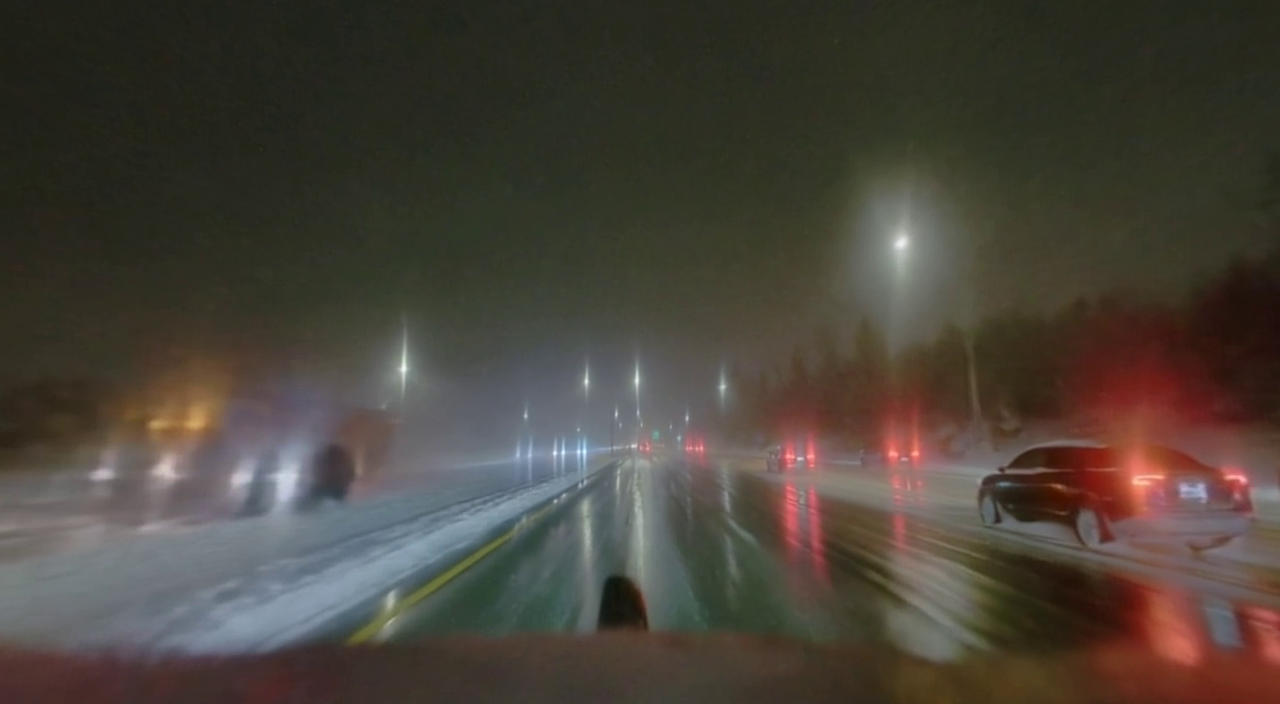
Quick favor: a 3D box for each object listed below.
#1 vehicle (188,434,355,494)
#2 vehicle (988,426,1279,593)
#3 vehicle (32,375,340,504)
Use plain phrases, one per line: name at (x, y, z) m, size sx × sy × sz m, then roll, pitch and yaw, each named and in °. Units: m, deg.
vehicle at (-11.159, 3.428, 19.697) m, size 1.991 × 1.603 × 5.124 m, roll 0°, pitch -9°, yaw 2°
vehicle at (6.931, 1.796, 8.113) m, size 2.093 × 1.525 × 4.865 m, roll 0°, pitch -8°, yaw 0°
vehicle at (-14.896, 3.159, 22.555) m, size 2.966 × 3.515 × 10.615 m, roll 0°, pitch -9°, yaw 1°
